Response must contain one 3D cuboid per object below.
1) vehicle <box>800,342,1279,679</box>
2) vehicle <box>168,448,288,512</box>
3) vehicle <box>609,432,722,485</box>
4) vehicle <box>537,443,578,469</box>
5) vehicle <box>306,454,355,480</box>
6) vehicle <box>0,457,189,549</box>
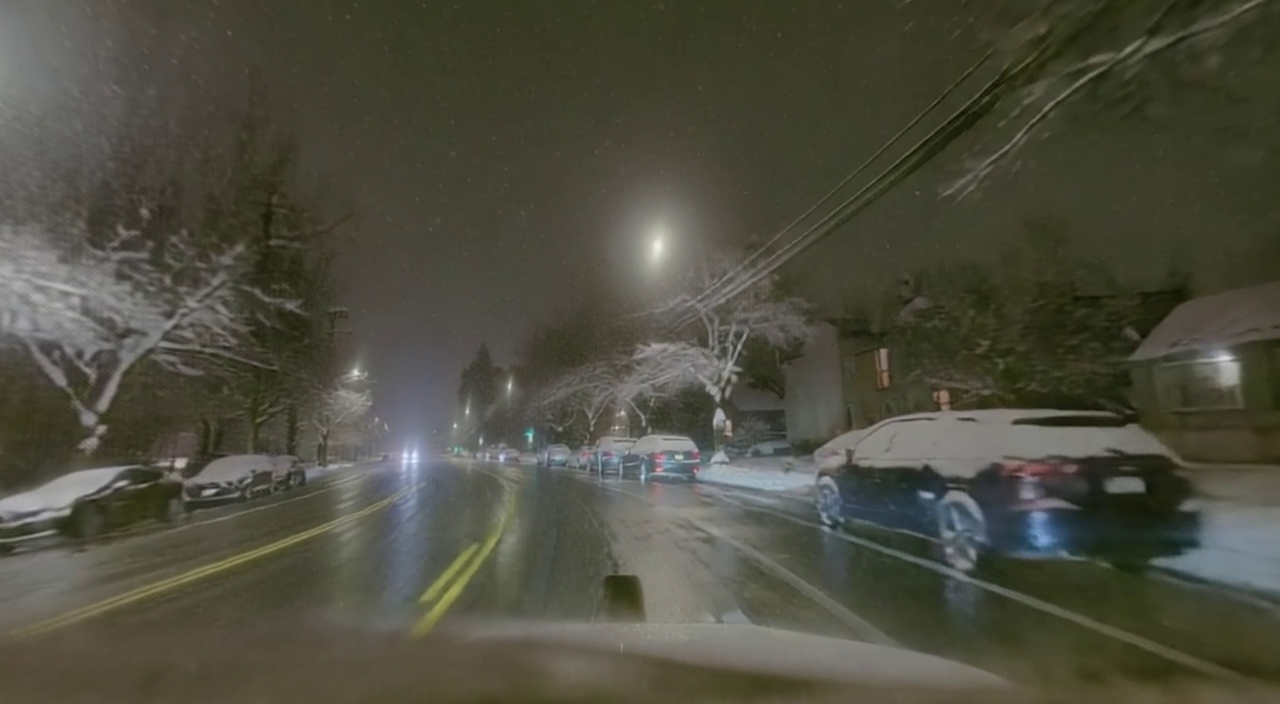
[{"bbox_3d":[4.305,1.445,7.136,2.402,1.889,6.910,4,-9,-7],"label":"vehicle"},{"bbox_3d":[-14.687,4.514,22.767,1.992,1.677,4.499,-5,-6,-11],"label":"vehicle"},{"bbox_3d":[0.799,4.357,25.876,2.723,1.785,7.174,4,-10,-13],"label":"vehicle"},{"bbox_3d":[-6.414,7.956,48.469,2.348,1.804,5.207,1,-8,-16],"label":"vehicle"},{"bbox_3d":[-21.435,7.951,43.743,1.932,1.468,4.305,-5,-7,-12],"label":"vehicle"},{"bbox_3d":[-12.596,3.269,13.999,2.292,1.499,4.661,-5,-7,-9],"label":"vehicle"}]
